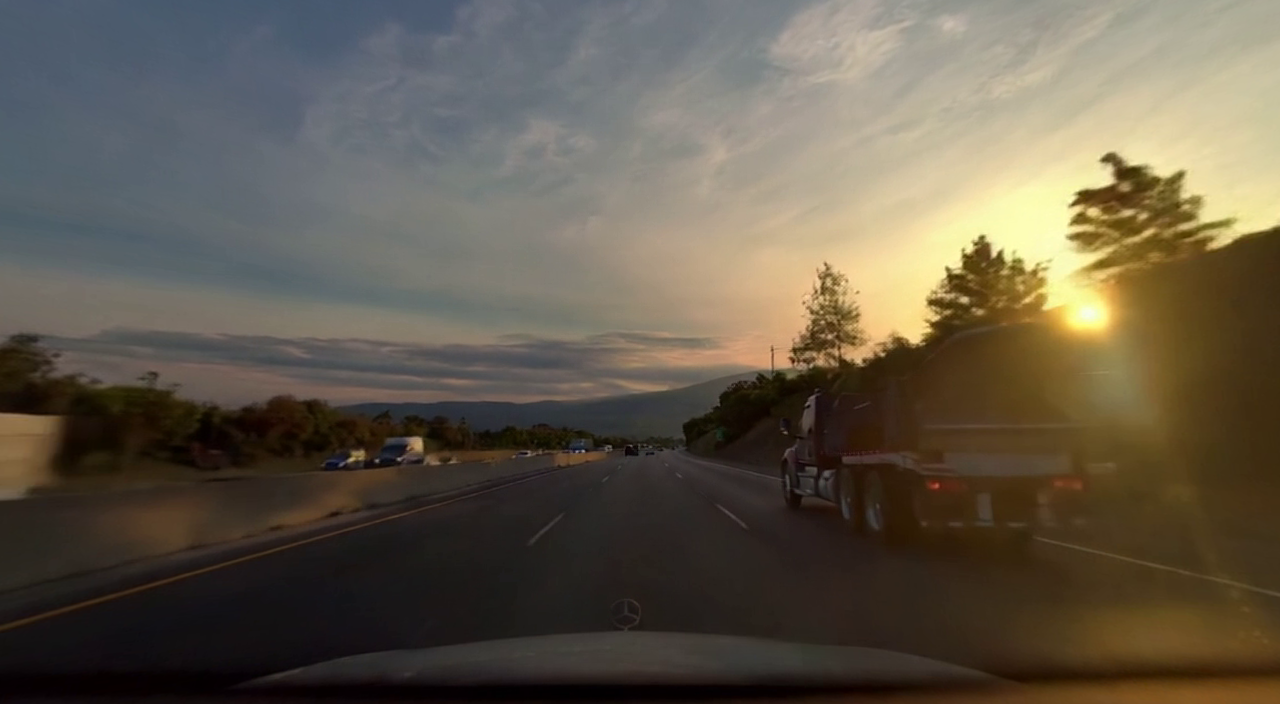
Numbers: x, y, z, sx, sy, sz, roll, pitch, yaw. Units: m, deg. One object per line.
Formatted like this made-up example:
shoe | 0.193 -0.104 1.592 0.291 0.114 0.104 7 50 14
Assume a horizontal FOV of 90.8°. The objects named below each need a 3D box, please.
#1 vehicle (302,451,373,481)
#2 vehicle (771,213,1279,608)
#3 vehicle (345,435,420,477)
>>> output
vehicle | -19.338 7.302 40.638 1.909 1.768 5.200 0 -9 1
vehicle | 4.321 1.046 9.352 2.771 3.313 8.121 0 -9 -1
vehicle | -19.295 7.849 47.771 2.658 2.883 6.850 0 -9 1
